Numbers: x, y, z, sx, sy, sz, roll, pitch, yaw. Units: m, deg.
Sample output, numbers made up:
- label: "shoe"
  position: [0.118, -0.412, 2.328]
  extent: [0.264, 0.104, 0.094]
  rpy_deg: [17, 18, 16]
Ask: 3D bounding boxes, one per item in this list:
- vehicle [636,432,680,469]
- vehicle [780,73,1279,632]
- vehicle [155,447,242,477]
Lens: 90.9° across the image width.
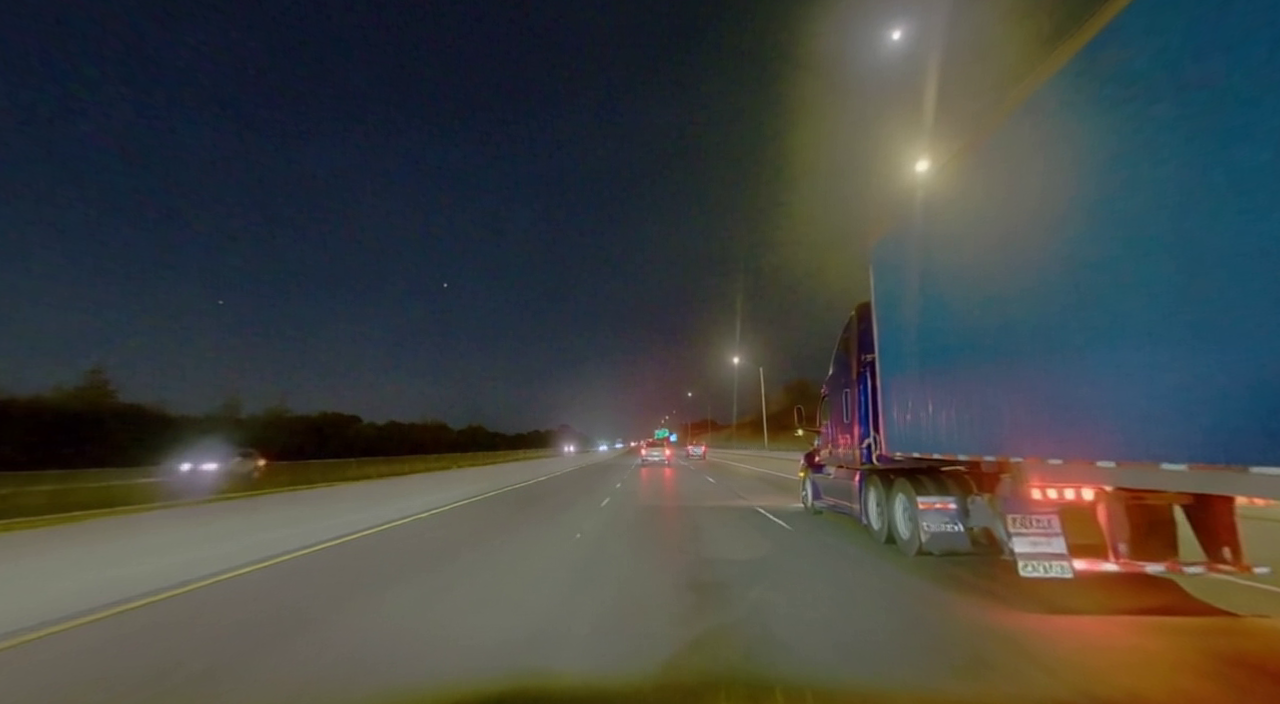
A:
- label: "vehicle"
  position: [0.946, 5.335, 34.400]
  extent: [2.205, 1.860, 4.301]
  rpy_deg: [0, -8, 1]
- label: "vehicle"
  position: [4.400, 0.515, 8.730]
  extent: [3.030, 3.985, 8.655]
  rpy_deg: [-1, -8, 1]
- label: "vehicle"
  position: [-24.708, 6.148, 35.461]
  extent: [1.780, 1.583, 3.815]
  rpy_deg: [-1, -9, 7]
